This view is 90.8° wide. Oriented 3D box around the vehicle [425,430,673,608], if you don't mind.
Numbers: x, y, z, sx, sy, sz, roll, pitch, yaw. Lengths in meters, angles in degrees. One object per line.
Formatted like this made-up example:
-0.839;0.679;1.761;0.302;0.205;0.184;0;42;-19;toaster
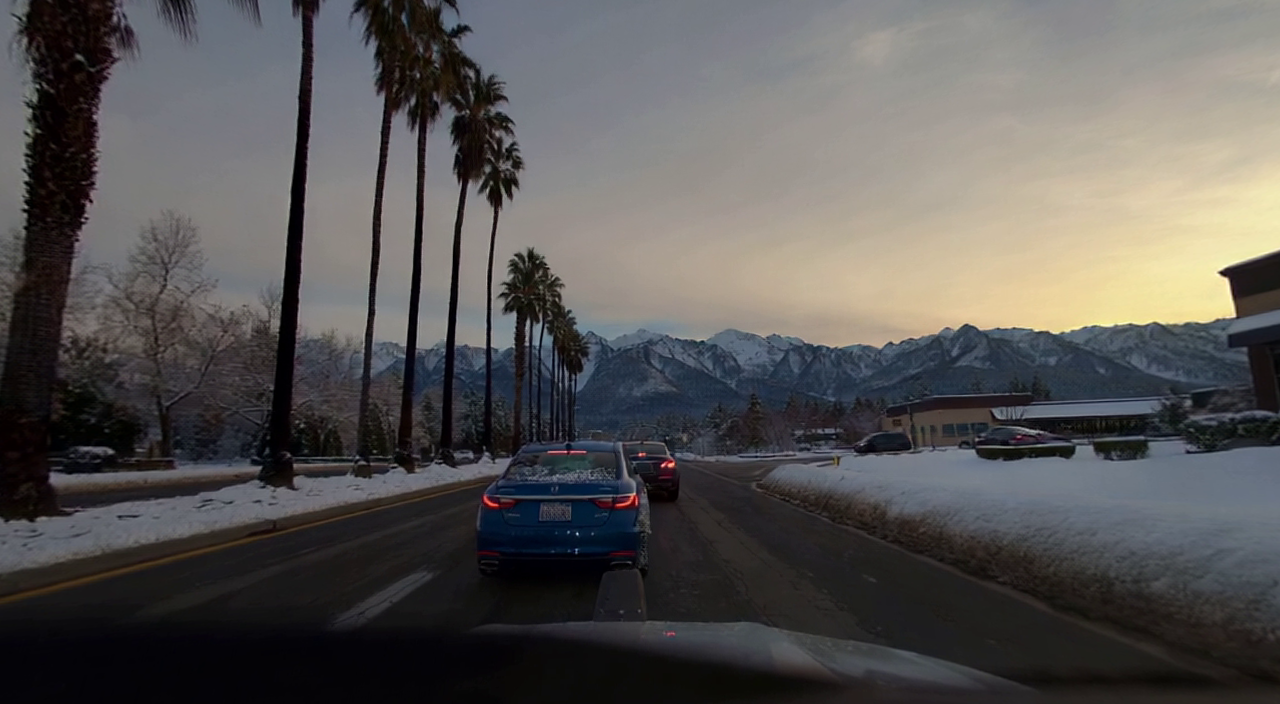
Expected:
-0.829;1.686;7.307;2.067;1.459;3.886;0;-8;-2;vehicle

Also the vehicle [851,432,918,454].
19.208;7.198;49.801;1.925;1.652;4.490;6;-10;-34;vehicle

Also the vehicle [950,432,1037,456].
23.677;6.187;42.389;4.640;1.526;1.961;0;-8;-4;vehicle
